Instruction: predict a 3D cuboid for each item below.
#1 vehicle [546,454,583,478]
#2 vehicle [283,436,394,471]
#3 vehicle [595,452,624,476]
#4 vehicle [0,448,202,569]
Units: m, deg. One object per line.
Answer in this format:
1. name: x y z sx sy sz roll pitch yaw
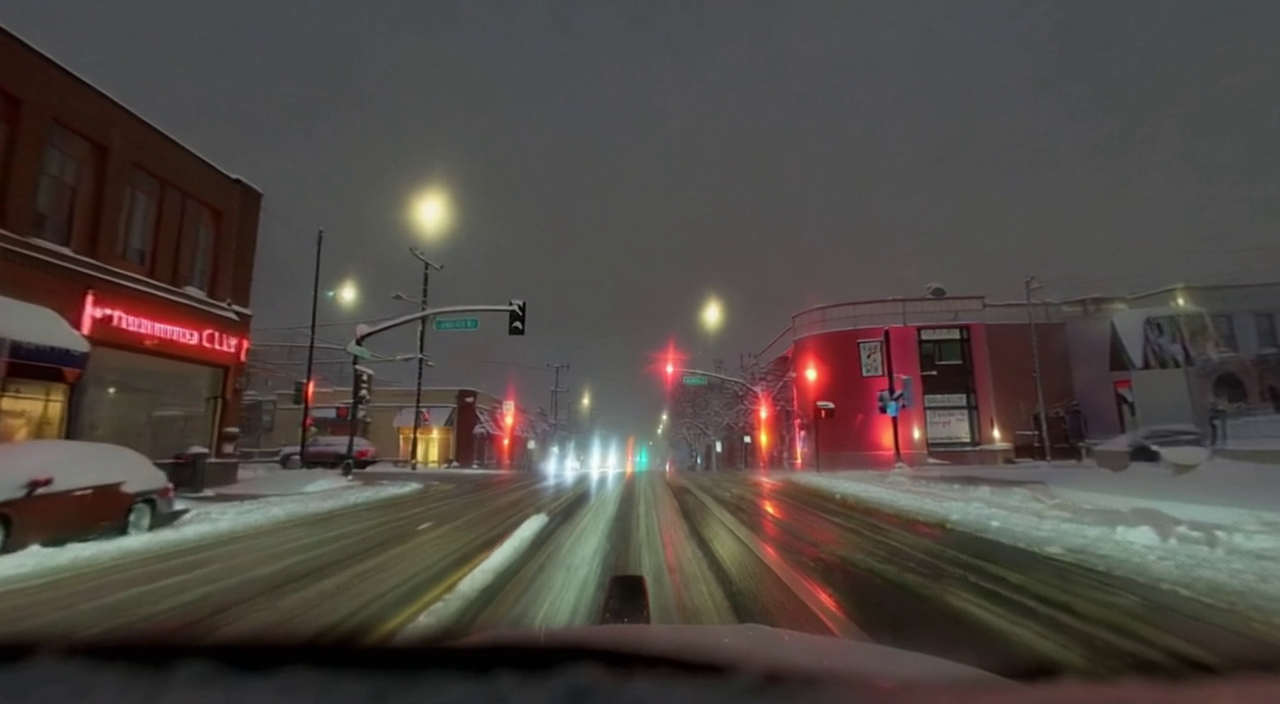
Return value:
1. vehicle: -5.774 8.763 48.675 2.167 1.643 4.518 -1 -8 2
2. vehicle: -17.587 5.933 36.969 5.376 1.994 2.196 0 -8 2
3. vehicle: -2.302 8.612 48.669 1.981 1.625 4.399 0 -8 0
4. vehicle: -9.320 2.278 9.739 1.908 1.529 4.522 0 -8 -1
